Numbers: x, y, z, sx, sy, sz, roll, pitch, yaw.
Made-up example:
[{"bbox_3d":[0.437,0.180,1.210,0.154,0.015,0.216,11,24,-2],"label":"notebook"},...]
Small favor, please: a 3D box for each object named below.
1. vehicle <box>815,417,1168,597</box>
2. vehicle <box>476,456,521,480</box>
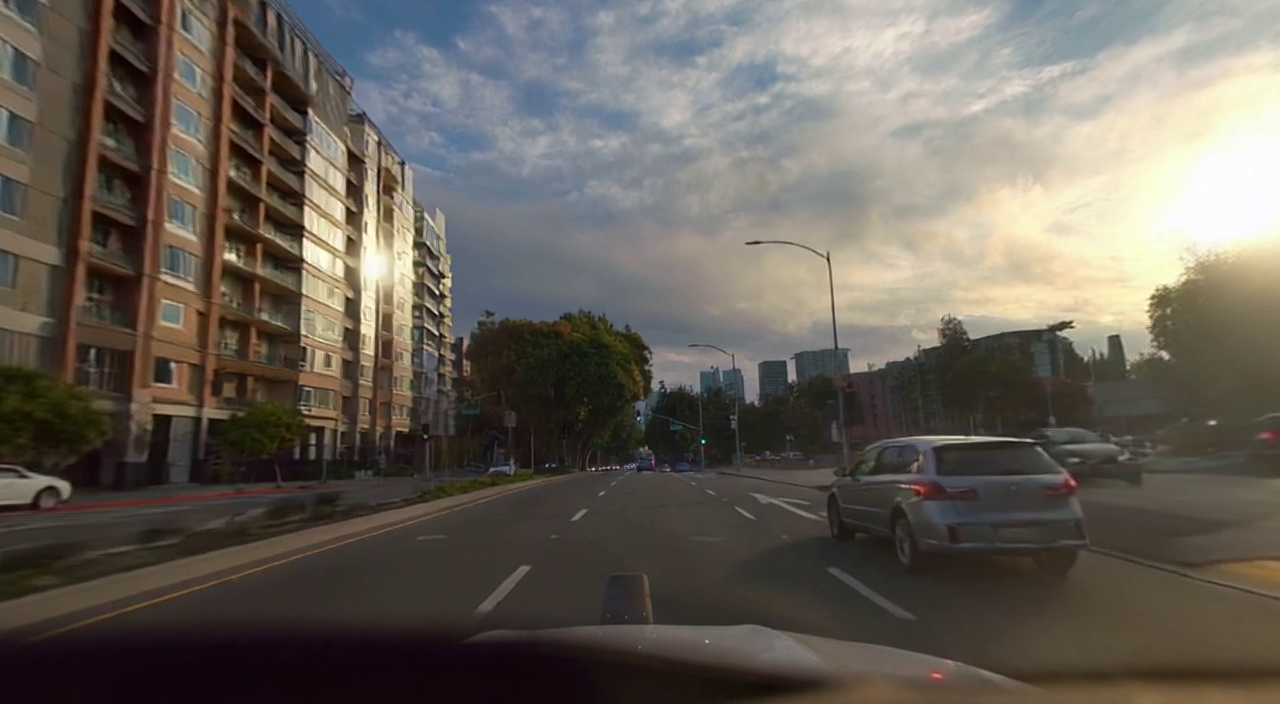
[{"bbox_3d":[3.682,1.676,7.647,1.949,1.583,3.996,0,-9,0],"label":"vehicle"},{"bbox_3d":[-9.937,8.170,44.646,1.957,1.482,4.706,-1,-9,3],"label":"vehicle"}]
